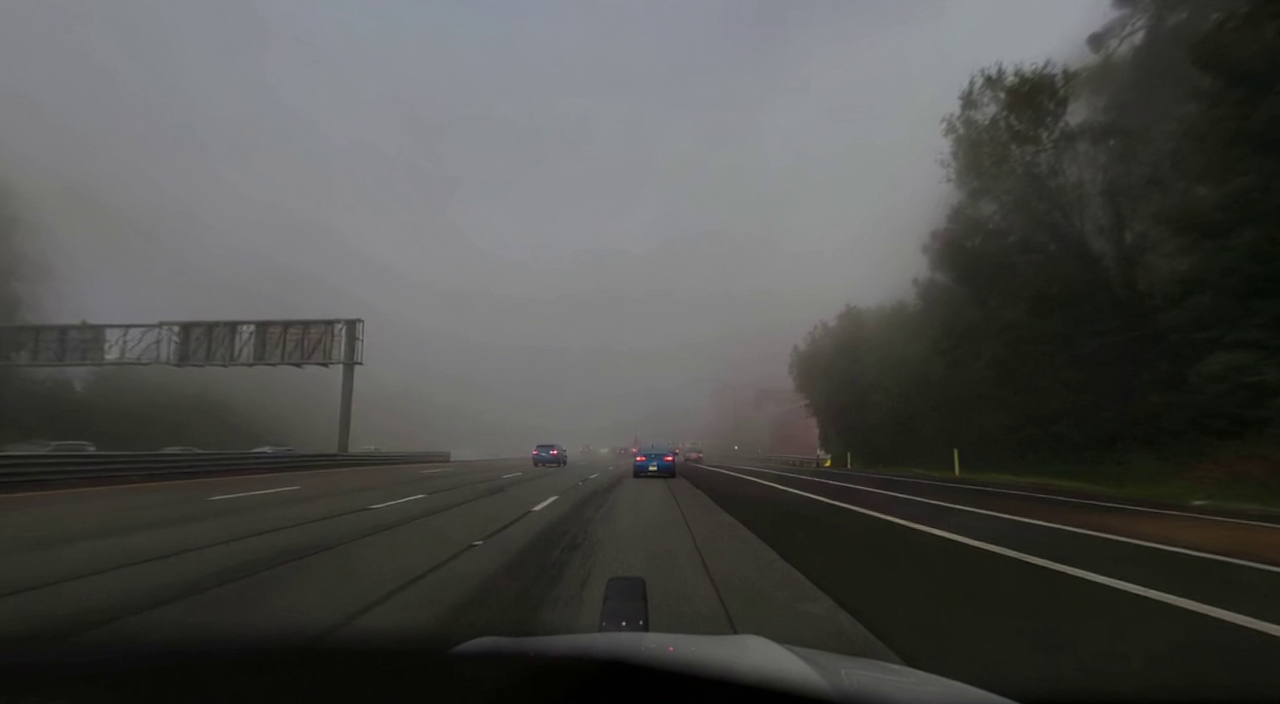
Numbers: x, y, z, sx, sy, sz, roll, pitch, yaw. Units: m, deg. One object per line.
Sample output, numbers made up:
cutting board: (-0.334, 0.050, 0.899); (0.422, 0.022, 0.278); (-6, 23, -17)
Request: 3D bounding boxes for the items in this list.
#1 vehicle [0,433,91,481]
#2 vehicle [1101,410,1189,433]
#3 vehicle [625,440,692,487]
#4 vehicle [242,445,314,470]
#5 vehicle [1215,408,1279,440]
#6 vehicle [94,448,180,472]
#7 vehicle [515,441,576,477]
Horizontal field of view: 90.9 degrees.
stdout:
vehicle: (-21.586, 3.533, 21.343); (1.906, 1.514, 4.469); (0, -8, 1)
vehicle: (35.460, 4.930, 44.354); (1.781, 1.456, 4.462); (7, -11, -38)
vehicle: (0.613, 3.817, 21.960); (2.113, 1.464, 4.073); (0, -8, 1)
vehicle: (-22.191, 6.447, 38.849); (1.860, 1.443, 4.337); (0, -8, 0)
vehicle: (30.271, 3.438, 29.908); (4.068, 1.458, 1.841); (0, -8, 2)
vehicle: (-32.923, 7.070, 41.491); (1.821, 1.452, 4.627); (0, -8, 0)
vehicle: (-4.241, 4.886, 29.033); (2.047, 1.497, 4.208); (0, -8, 2)
